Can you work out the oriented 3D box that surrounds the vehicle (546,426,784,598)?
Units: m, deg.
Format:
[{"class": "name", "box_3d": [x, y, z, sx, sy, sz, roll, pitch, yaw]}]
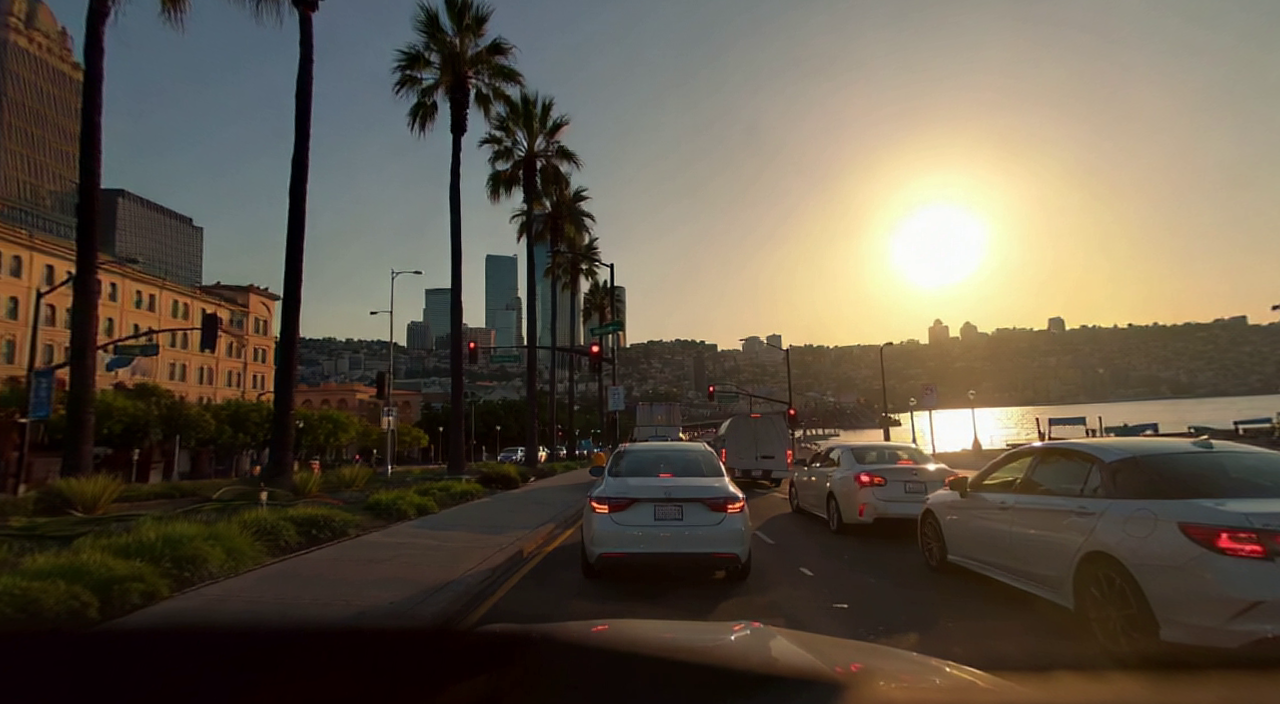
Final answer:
[{"class": "vehicle", "box_3d": [0.252, 1.697, 7.482, 2.093, 1.503, 3.681, 0, -9, 1]}]

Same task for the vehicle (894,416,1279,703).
[{"class": "vehicle", "box_3d": [3.918, 1.359, 5.090, 1.913, 1.469, 4.425, 0, -9, 1]}]

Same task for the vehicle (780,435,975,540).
[{"class": "vehicle", "box_3d": [3.896, 2.285, 11.320, 1.920, 1.490, 4.417, -1, -9, 2]}]
